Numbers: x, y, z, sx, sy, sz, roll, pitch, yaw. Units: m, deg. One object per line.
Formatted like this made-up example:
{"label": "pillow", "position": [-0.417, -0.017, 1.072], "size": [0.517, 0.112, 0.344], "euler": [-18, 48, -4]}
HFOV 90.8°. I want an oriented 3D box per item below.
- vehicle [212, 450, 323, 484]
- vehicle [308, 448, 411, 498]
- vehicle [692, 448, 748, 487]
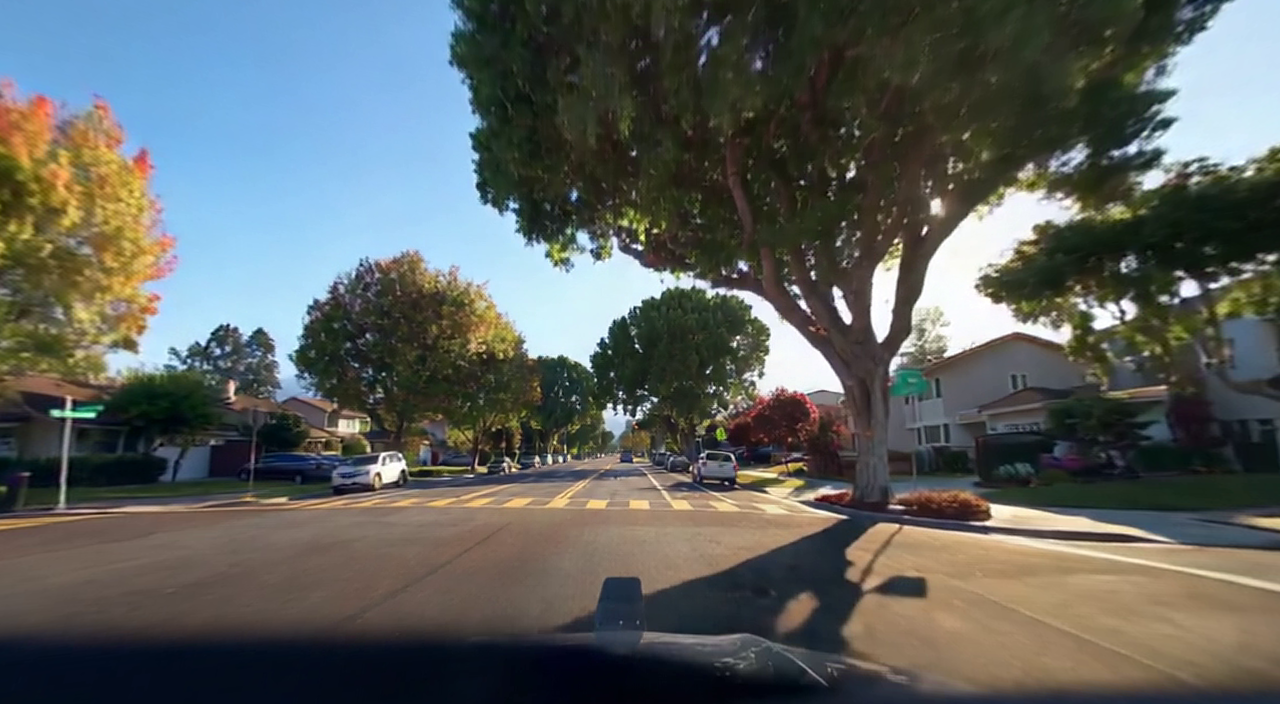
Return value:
{"label": "vehicle", "position": [-19.414, 6.010, 33.101], "size": [4.450, 1.677, 2.027], "euler": [0, -9, -3]}
{"label": "vehicle", "position": [-12.152, 5.248, 27.880], "size": [2.199, 1.988, 5.454], "euler": [0, -9, -2]}
{"label": "vehicle", "position": [3.824, 5.631, 30.988], "size": [2.027, 1.751, 4.433], "euler": [0, -9, -2]}
